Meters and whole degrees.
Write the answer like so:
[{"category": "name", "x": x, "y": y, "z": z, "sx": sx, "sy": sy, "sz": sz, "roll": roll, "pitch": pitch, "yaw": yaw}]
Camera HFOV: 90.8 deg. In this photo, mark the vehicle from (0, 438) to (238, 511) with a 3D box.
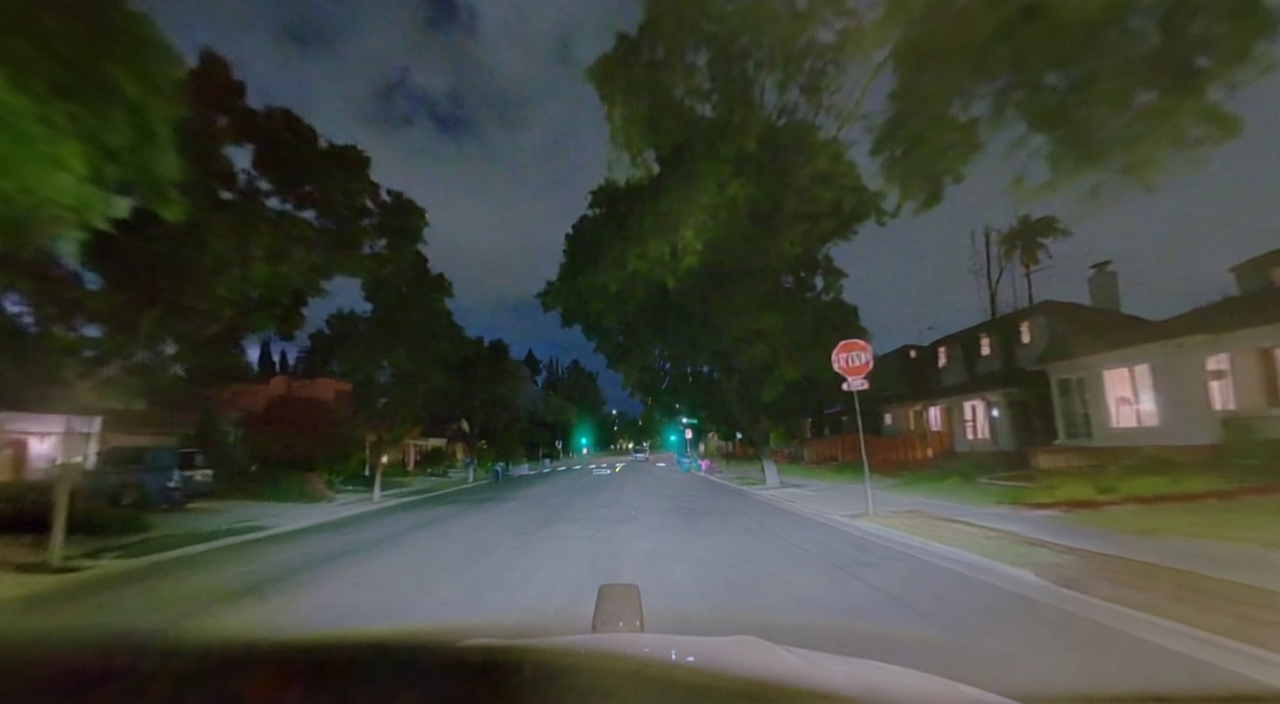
[{"category": "vehicle", "x": -14.363, "y": 3.354, "z": 17.599, "sx": 4.809, "sy": 1.865, "sz": 2.093, "roll": 0, "pitch": -9, "yaw": -2}]
